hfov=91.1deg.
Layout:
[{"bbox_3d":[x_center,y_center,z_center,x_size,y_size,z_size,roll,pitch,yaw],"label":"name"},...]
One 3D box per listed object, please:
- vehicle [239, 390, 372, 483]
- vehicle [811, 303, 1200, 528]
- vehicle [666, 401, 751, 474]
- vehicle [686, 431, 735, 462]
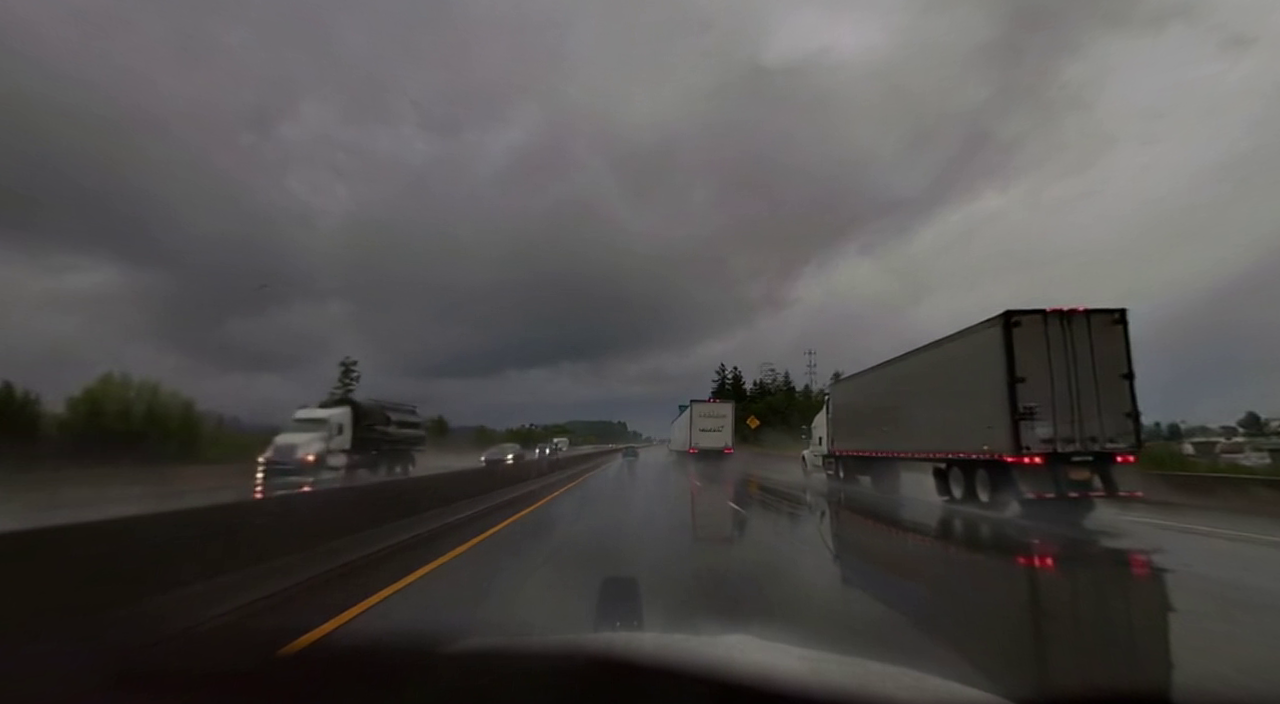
[{"bbox_3d":[-16.660,4.287,31.962,3.414,4.278,5.845,0,-8,0],"label":"vehicle"},{"bbox_3d":[8.395,2.017,18.199,2.843,4.053,13.777,0,-8,-1],"label":"vehicle"},{"bbox_3d":[3.799,5.259,39.008,3.288,3.717,13.646,0,-8,-2],"label":"vehicle"},{"bbox_3d":[3.898,5.309,35.522,2.120,1.651,4.639,0,-8,-1],"label":"vehicle"}]
